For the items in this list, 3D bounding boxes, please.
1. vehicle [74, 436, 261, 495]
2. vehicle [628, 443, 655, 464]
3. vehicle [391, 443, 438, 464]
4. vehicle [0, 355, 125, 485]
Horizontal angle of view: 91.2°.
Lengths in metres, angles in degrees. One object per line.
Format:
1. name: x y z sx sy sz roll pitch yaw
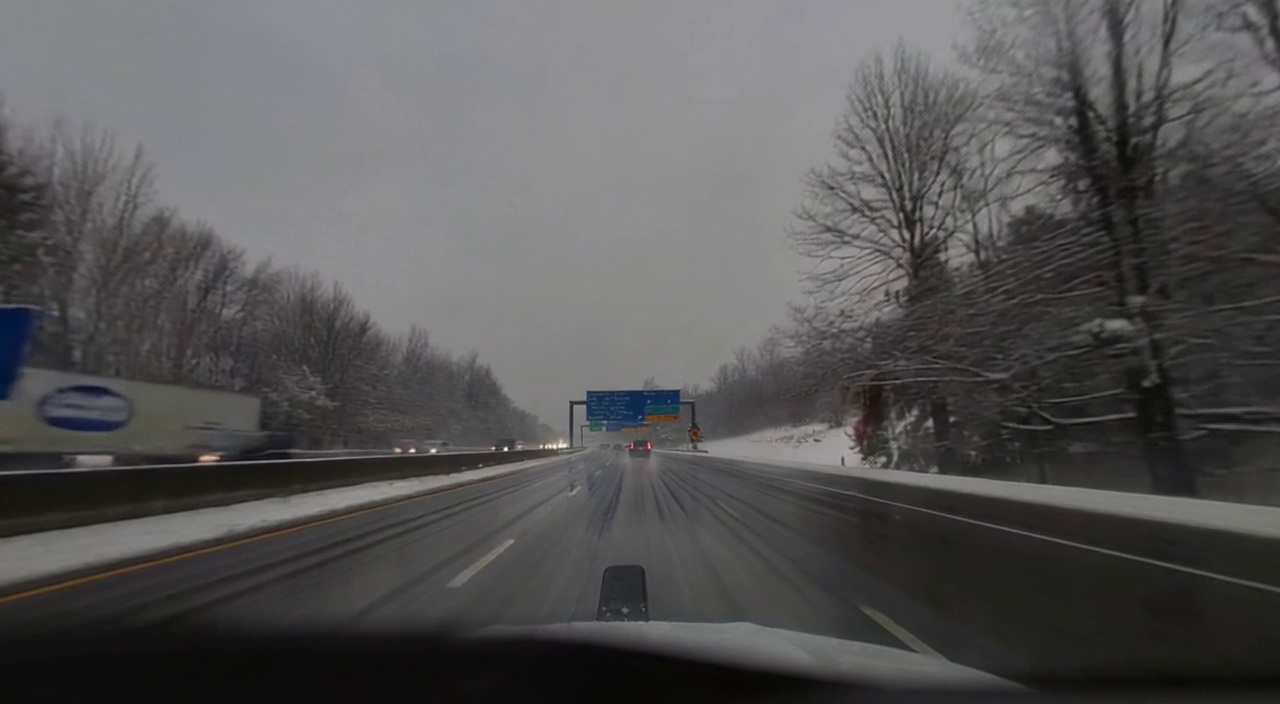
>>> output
1. vehicle: -13.453 3.237 18.345 1.845 1.493 4.625 0 -8 0
2. vehicle: 0.099 7.469 46.345 1.859 1.478 3.799 0 -8 0
3. vehicle: -17.263 7.767 48.309 1.927 1.509 4.717 0 -8 0
4. vehicle: -21.065 2.007 18.673 2.940 3.918 9.839 0 -9 0
